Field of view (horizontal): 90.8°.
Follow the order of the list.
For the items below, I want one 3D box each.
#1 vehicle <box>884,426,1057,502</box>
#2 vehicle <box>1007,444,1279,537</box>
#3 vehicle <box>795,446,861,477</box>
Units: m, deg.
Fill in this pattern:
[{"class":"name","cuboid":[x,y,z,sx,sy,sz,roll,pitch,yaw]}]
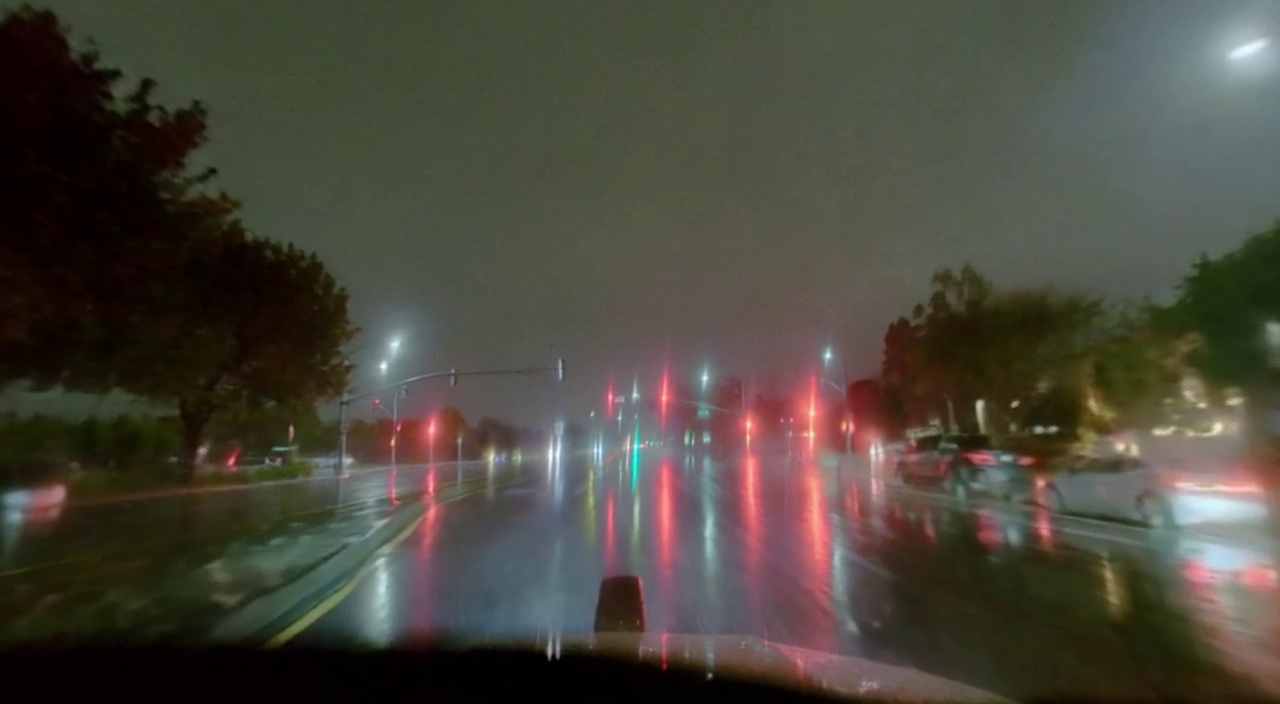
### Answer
[{"class":"vehicle","cuboid":[9.812,3.357,19.479,2.245,1.983,5.433,0,-8,-2]},{"class":"vehicle","cuboid":[9.772,2.613,12.706,1.931,1.473,4.742,0,-8,0]},{"class":"vehicle","cuboid":[9.823,5.733,33.494,1.918,1.483,4.813,0,-8,-1]}]
